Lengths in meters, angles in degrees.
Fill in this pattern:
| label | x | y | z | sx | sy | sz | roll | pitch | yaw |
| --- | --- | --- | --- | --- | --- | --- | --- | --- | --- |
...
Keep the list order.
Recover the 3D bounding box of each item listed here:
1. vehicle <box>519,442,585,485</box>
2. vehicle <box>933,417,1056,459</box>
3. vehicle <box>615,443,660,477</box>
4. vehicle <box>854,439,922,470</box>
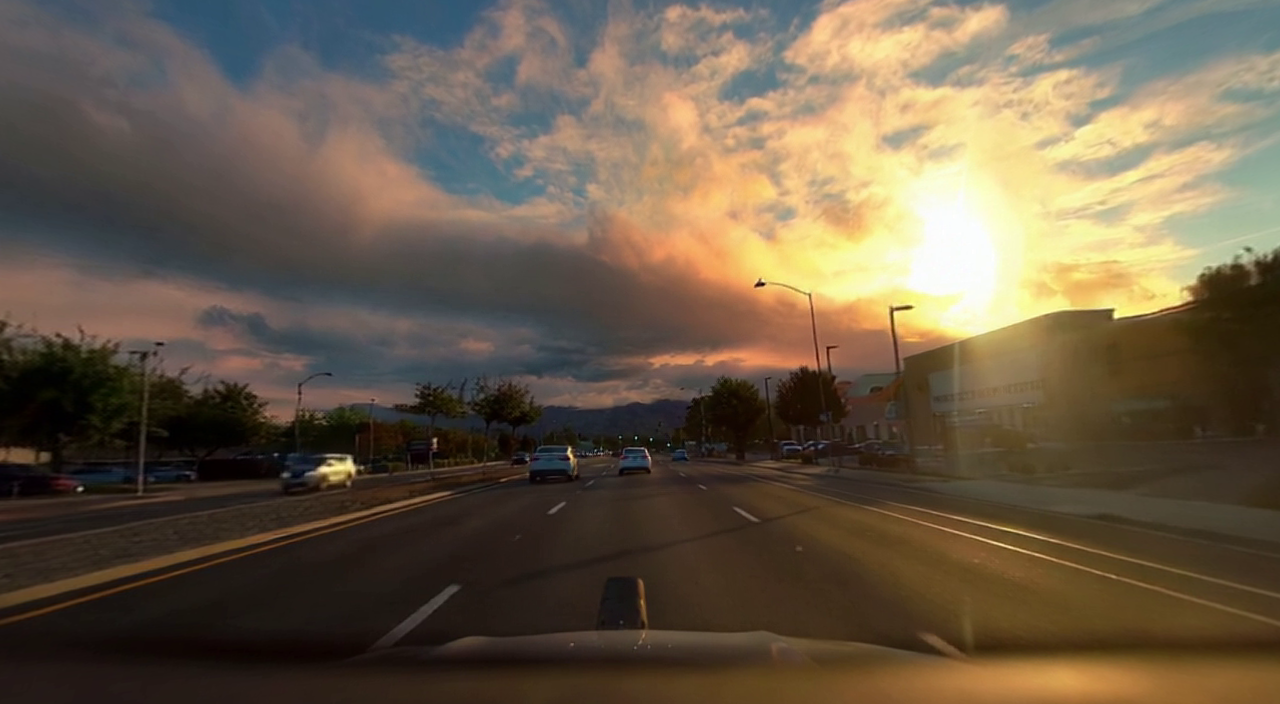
| label | x | y | z | sx | sy | sz | roll | pitch | yaw |
| --- | --- | --- | --- | --- | --- | --- | --- | --- | --- |
| vehicle | -3.325 | 4.322 | 24.669 | 1.939 | 1.496 | 4.309 | 0 | -9 | 0 |
| vehicle | 19.902 | 4.917 | 35.648 | 5.511 | 2.262 | 2.351 | -2 | -9 | 14 |
| vehicle | -0.124 | 5.115 | 30.024 | 2.019 | 1.459 | 4.005 | 0 | -9 | 0 |
| vehicle | 13.264 | 5.505 | 33.992 | 1.914 | 1.523 | 4.747 | 0 | -9 | 2 |
